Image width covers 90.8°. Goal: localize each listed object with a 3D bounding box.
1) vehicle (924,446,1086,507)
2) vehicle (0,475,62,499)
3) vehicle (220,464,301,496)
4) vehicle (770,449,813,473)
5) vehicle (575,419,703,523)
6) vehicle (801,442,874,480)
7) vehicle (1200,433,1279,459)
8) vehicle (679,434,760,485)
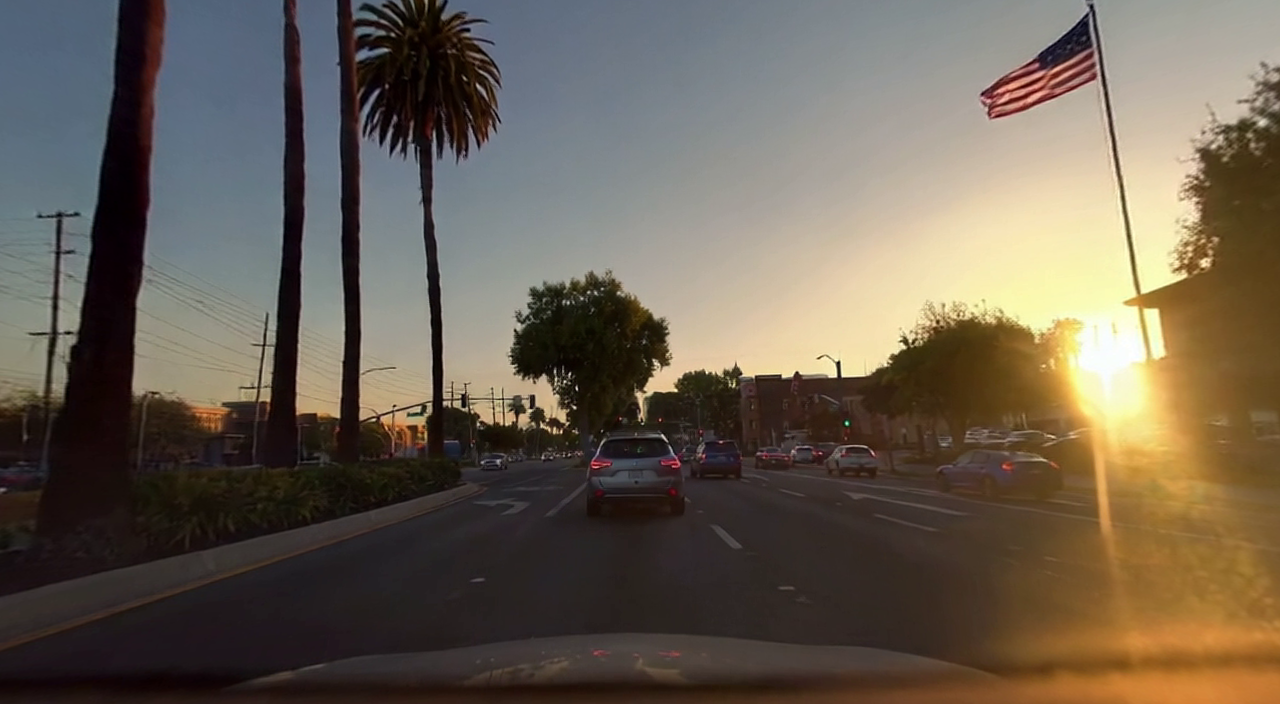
[{"bbox_3d":[9.973,3.387,17.744,1.967,1.485,4.267,0,-9,0],"label":"vehicle"},{"bbox_3d":[-44.657,9.690,45.462,4.226,1.568,1.962,-1,-9,2],"label":"vehicle"},{"bbox_3d":[-21.743,7.334,36.392,1.873,1.484,4.571,-3,-9,0],"label":"vehicle"},{"bbox_3d":[10.203,7.337,42.800,1.855,1.495,4.143,0,-8,0],"label":"vehicle"},{"bbox_3d":[-0.060,2.580,14.231,2.402,1.938,4.535,0,-9,-1],"label":"vehicle"},{"bbox_3d":[10.012,5.532,32.423,2.155,1.779,4.582,0,-9,-2],"label":"vehicle"},{"bbox_3d":[36.381,5.625,37.785,1.839,1.455,4.395,0,-9,2],"label":"vehicle"},{"bbox_3d":[3.330,4.725,28.178,2.773,2.021,6.212,0,-9,0],"label":"vehicle"}]
